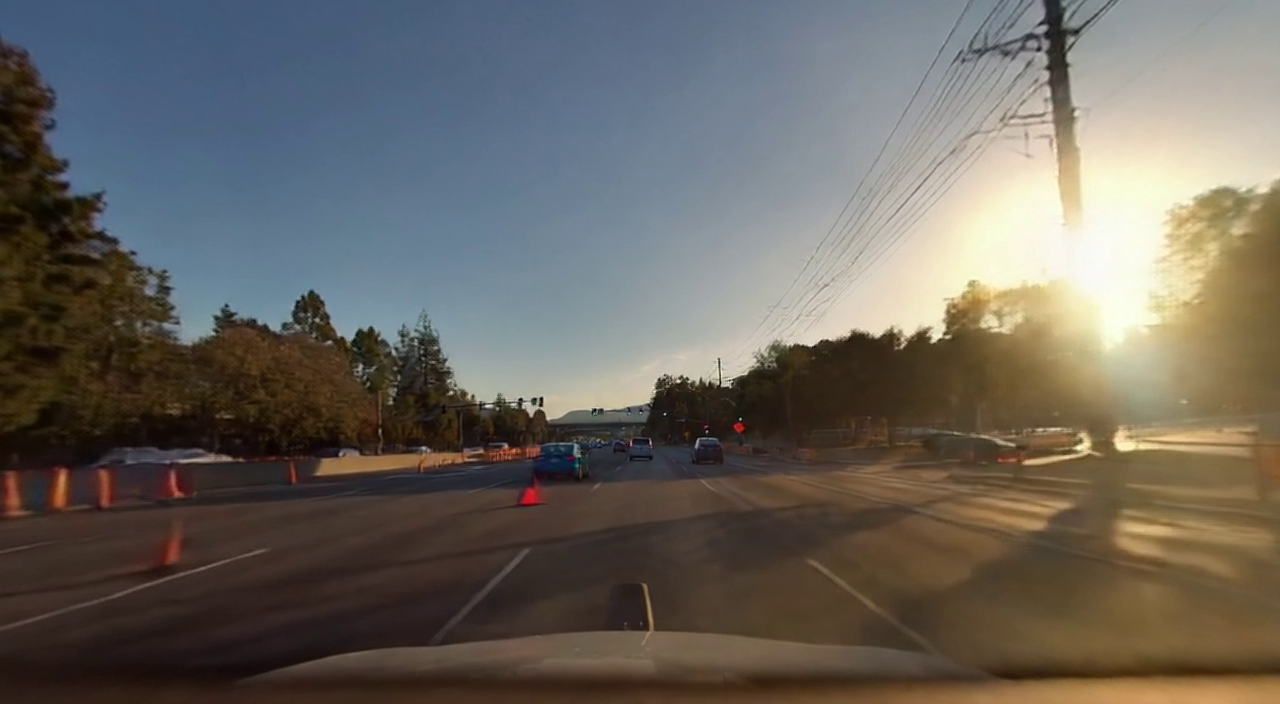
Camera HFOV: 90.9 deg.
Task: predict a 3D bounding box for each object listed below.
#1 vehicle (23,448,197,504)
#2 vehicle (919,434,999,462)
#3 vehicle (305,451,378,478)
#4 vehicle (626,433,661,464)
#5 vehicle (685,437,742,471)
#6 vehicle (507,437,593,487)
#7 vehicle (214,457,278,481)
[{"bbox_3d":[-17.694,4.109,21.416,2.036,1.649,4.493,0,-8,-1],"label":"vehicle"},{"bbox_3d":[17.765,5.306,35.033,4.677,1.466,1.928,6,-10,-36],"label":"vehicle"},{"bbox_3d":[-17.382,6.542,36.959,1.924,1.446,4.625,-1,-8,1],"label":"vehicle"},{"bbox_3d":[0.244,6.106,40.067,2.060,1.845,4.151,-1,-8,1],"label":"vehicle"},{"bbox_3d":[3.389,4.816,29.982,2.142,1.475,4.565,0,-8,0],"label":"vehicle"},{"bbox_3d":[-2.895,3.683,21.463,2.087,1.480,4.825,-1,-8,1],"label":"vehicle"},{"bbox_3d":[-27.194,8.087,43.675,1.676,1.438,4.232,0,-8,0],"label":"vehicle"}]
